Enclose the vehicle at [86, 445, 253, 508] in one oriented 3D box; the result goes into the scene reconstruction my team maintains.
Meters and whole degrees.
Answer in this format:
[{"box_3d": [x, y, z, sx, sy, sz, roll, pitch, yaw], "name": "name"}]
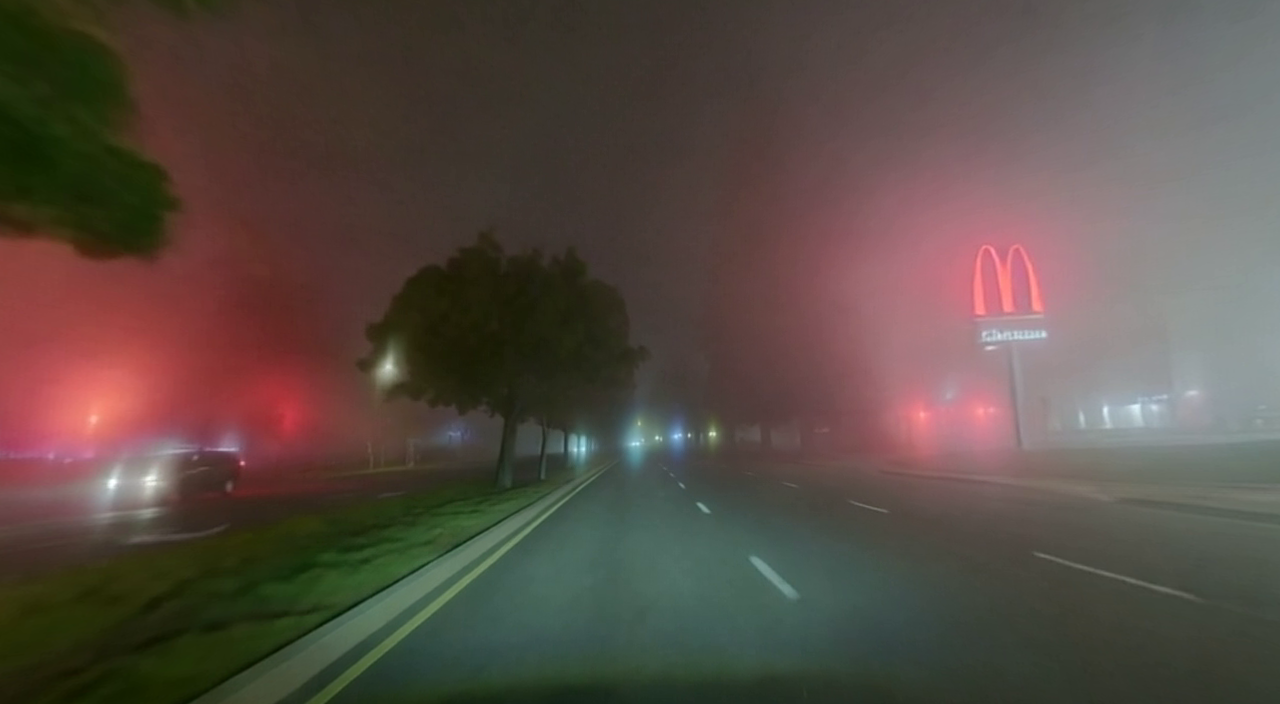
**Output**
[{"box_3d": [-19.406, 5.094, 26.625, 2.648, 2.106, 6.148, -2, -8, -3], "name": "vehicle"}]
